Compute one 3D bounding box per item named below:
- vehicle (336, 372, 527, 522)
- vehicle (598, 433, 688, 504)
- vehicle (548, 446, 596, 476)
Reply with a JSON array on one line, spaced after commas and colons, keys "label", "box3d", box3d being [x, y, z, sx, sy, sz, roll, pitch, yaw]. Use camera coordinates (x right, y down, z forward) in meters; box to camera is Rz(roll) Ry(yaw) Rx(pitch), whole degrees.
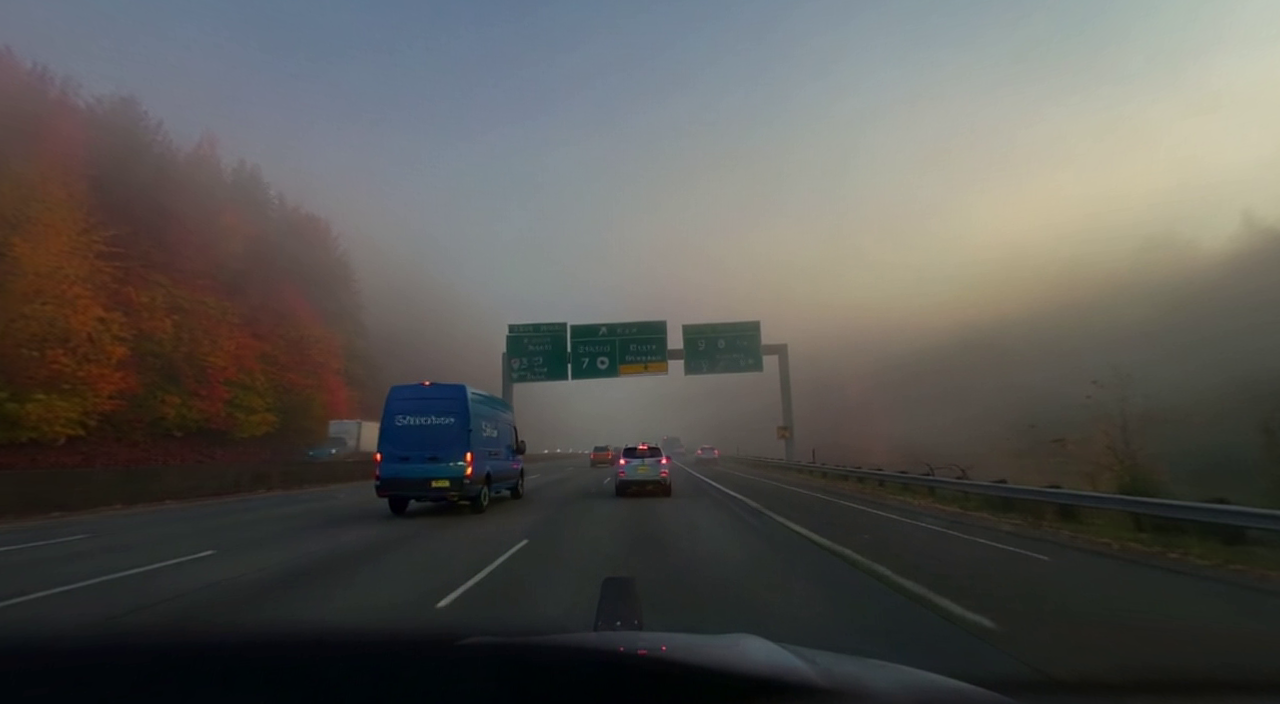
[{"label": "vehicle", "box3d": [-4.272, 2.145, 14.260, 2.275, 2.692, 5.810, 0, -9, 0]}, {"label": "vehicle", "box3d": [0.095, 3.147, 17.284, 2.195, 1.679, 4.070, 0, -9, 1]}, {"label": "vehicle", "box3d": [-3.612, 5.888, 33.985, 2.015, 1.496, 4.312, 0, -9, 1]}]
